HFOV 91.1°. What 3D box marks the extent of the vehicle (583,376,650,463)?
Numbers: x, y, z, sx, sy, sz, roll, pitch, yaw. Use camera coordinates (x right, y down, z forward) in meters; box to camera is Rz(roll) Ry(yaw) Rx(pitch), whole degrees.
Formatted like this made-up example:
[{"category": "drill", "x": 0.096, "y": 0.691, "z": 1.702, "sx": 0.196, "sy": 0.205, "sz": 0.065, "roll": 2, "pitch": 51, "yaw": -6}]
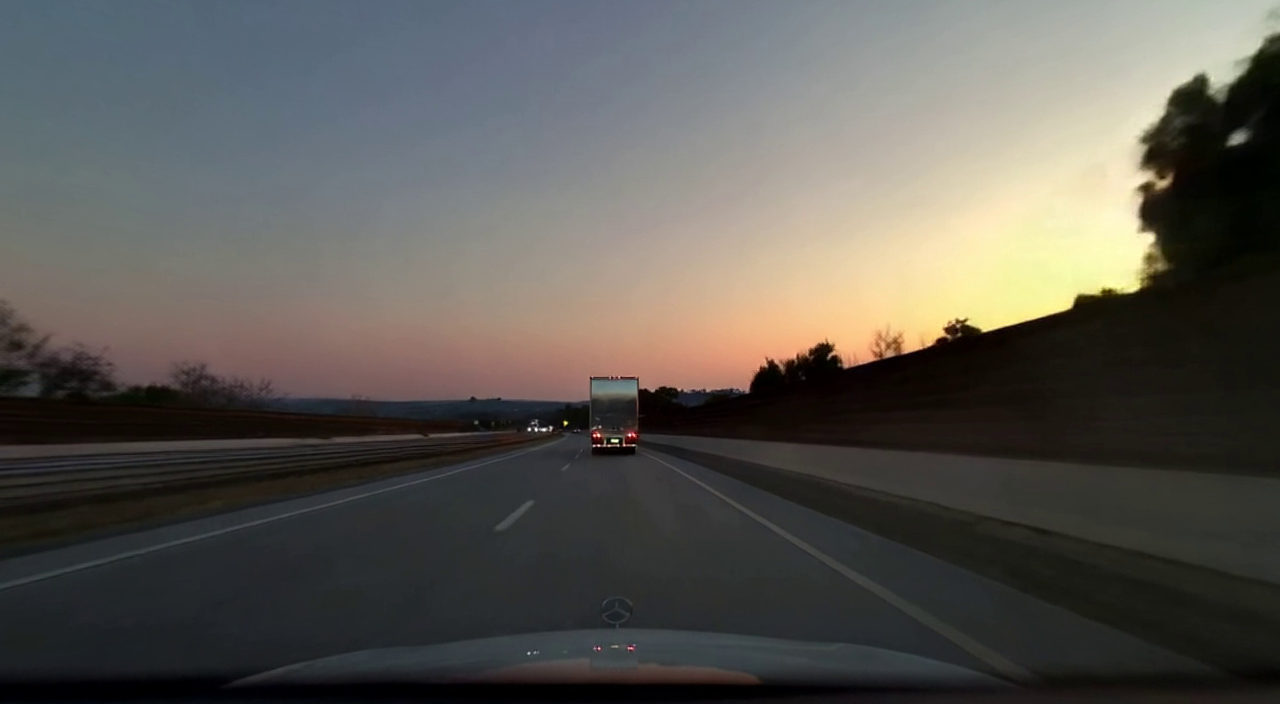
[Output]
[{"category": "vehicle", "x": -1.343, "y": 3.768, "z": 34.130, "sx": 3.023, "sy": 3.965, "sz": 10.402, "roll": 0, "pitch": -8, "yaw": -3}]
